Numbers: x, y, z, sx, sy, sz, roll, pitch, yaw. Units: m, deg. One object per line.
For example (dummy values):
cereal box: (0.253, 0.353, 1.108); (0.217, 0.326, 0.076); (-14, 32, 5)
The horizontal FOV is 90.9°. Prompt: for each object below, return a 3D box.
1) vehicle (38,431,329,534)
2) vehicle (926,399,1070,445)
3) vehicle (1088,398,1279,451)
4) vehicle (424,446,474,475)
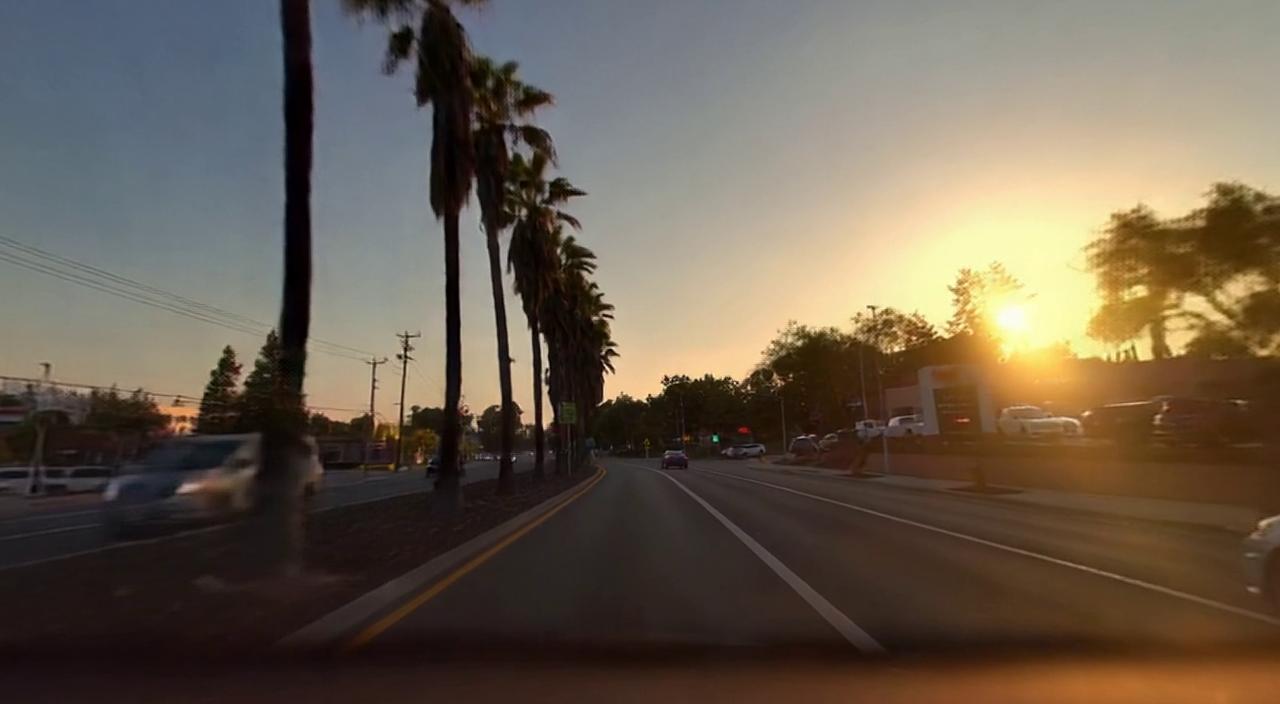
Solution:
vehicle: (-9.128, 2.626, 13.453); (2.361, 1.733, 5.099); (0, -8, 0)
vehicle: (17.995, 3.567, 31.939); (5.817, 1.906, 2.230); (-1, -12, -1)
vehicle: (18.094, 2.437, 20.893); (4.649, 1.662, 2.349); (0, -8, 0)
vehicle: (-13.532, 7.697, 44.998); (2.210, 1.889, 4.934); (0, -8, -2)
